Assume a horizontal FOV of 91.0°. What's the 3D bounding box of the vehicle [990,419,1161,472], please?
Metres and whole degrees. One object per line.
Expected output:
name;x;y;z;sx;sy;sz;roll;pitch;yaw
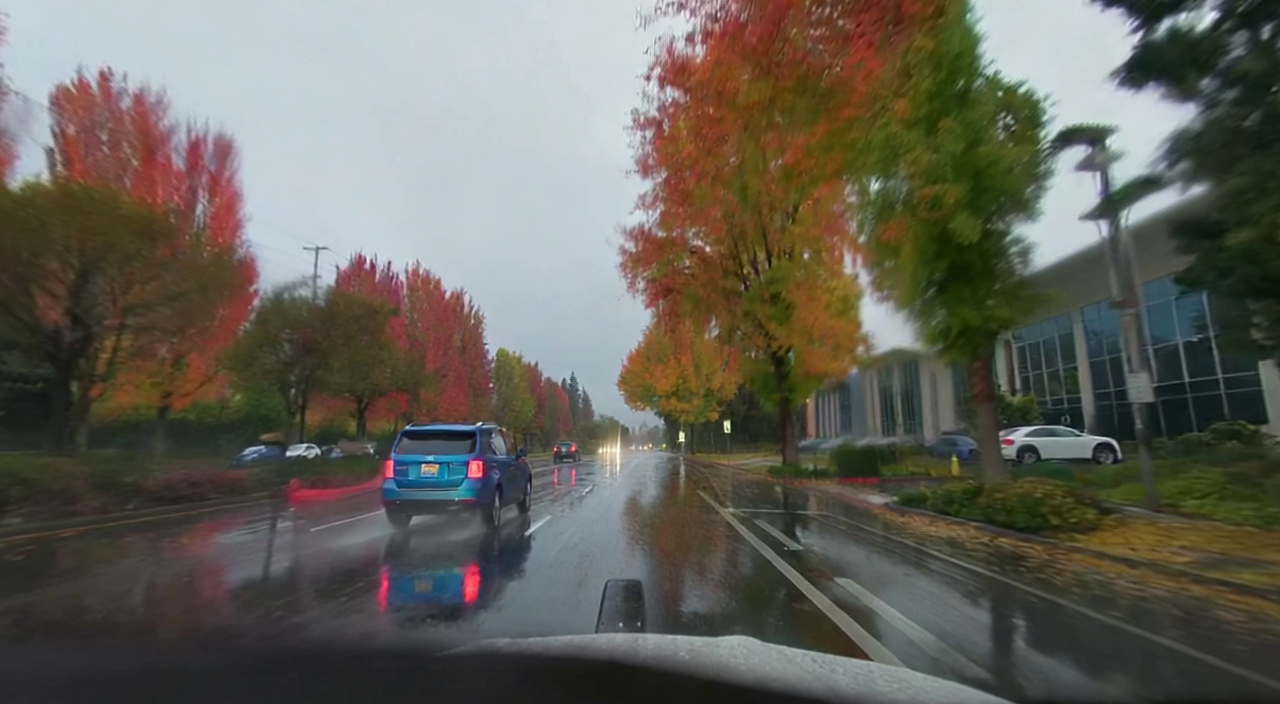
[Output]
vehicle;18.885;4.060;27.475;5.903;2.099;2.290;0;-8;-6

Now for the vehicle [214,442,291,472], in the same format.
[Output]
vehicle;-25.180;6.827;41.135;1.990;1.822;4.751;0;-9;0

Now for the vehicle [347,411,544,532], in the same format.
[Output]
vehicle;-3.259;2.131;11.723;2.112;1.779;4.489;0;-9;1

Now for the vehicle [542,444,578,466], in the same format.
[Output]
vehicle;-5.699;7.370;45.346;1.982;1.478;4.465;0;-9;1

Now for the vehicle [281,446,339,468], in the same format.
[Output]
vehicle;-25.073;7.973;48.008;1.844;1.619;4.725;0;-9;0
